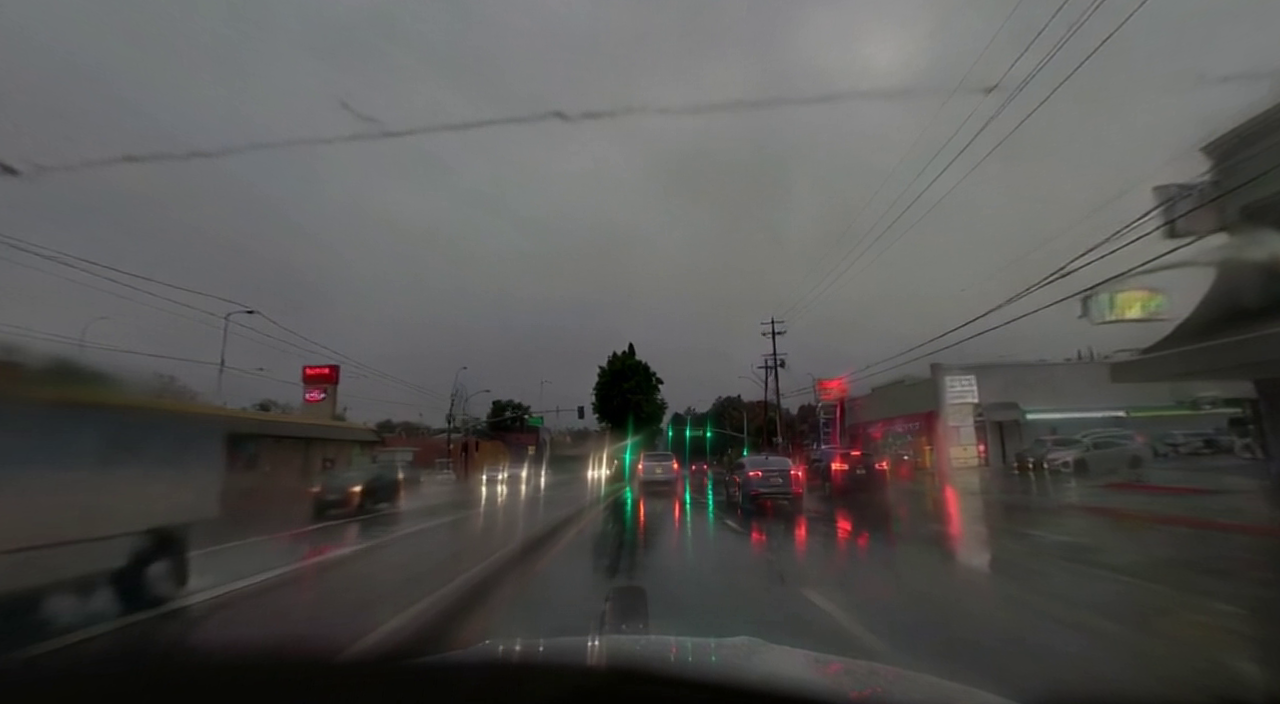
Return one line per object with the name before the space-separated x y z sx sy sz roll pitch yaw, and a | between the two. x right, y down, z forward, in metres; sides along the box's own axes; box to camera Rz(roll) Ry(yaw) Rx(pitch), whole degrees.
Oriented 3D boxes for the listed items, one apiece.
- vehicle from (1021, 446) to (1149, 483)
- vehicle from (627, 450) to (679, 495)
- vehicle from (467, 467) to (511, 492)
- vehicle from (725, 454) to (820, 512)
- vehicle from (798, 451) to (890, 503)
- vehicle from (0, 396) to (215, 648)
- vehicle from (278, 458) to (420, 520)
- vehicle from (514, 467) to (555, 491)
vehicle | 22.184 5.628 31.595 4.718 1.628 2.008 -3 -8 5
vehicle | 0.615 5.437 28.891 2.210 1.861 4.280 0 -8 1
vehicle | -11.655 9.806 48.865 2.183 1.674 4.481 0 -8 1
vehicle | 3.912 3.927 19.478 1.963 1.484 4.609 0 -8 0
vehicle | 7.551 4.631 23.822 2.040 1.738 4.414 0 -8 1
vehicle | -5.343 1.142 4.021 2.180 1.646 4.467 -2 -10 -1
vehicle | -8.583 4.056 19.176 1.906 1.519 4.797 0 -8 2
vehicle | -7.613 9.216 45.942 2.078 1.465 4.632 0 -8 1
